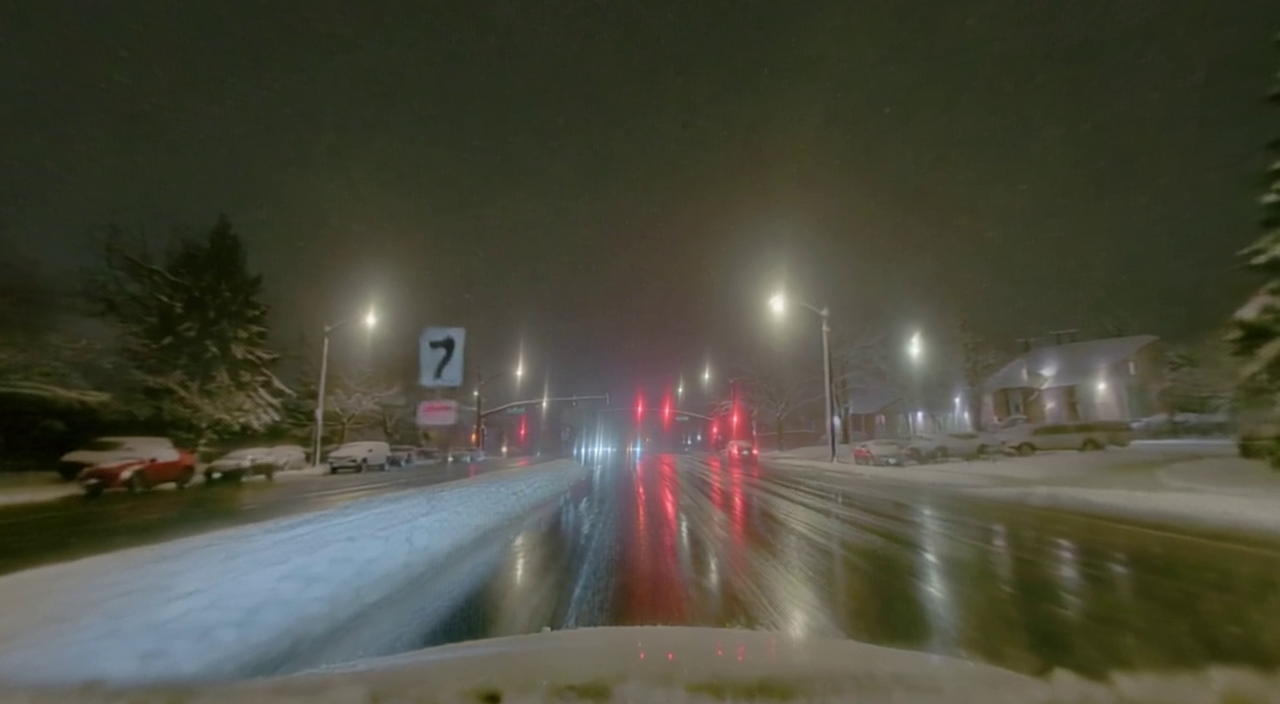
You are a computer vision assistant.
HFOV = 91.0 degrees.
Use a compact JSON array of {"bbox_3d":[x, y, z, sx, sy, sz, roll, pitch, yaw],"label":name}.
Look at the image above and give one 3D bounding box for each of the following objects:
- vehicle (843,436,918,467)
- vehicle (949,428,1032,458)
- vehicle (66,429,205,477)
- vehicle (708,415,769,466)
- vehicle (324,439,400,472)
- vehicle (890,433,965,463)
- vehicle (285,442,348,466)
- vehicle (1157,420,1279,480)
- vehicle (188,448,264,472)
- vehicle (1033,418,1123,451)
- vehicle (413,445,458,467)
[{"bbox_3d":[12.805,5.324,33.855,2.079,1.541,4.801,0,-8,0],"label":"vehicle"},{"bbox_3d":[19.037,4.990,34.447,1.882,1.537,4.418,0,-8,-2],"label":"vehicle"},{"bbox_3d":[-28.070,5.621,35.175,5.877,2.508,2.394,-1,-9,7],"label":"vehicle"},{"bbox_3d":[6.576,6.085,43.113,2.802,3.208,7.459,0,-8,-1],"label":"vehicle"},{"bbox_3d":[-18.567,6.914,42.498,2.390,1.995,5.895,0,-8,0],"label":"vehicle"},{"bbox_3d":[15.752,5.312,34.756,1.899,1.517,4.378,0,-9,-3],"label":"vehicle"},{"bbox_3d":[-24.435,7.706,47.750,2.039,1.653,4.603,-1,-8,5],"label":"vehicle"},{"bbox_3d":[17.696,2.747,17.995,1.957,1.501,4.308,-2,-7,-3],"label":"vehicle"},{"bbox_3d":[-26.412,6.887,40.391,1.847,1.464,4.374,0,-8,1],"label":"vehicle"},{"bbox_3d":[24.000,4.593,34.727,1.888,1.678,4.074,0,-8,-3],"label":"vehicle"},{"bbox_3d":[-15.031,7.654,46.479,1.917,1.577,3.995,0,-8,1],"label":"vehicle"}]
